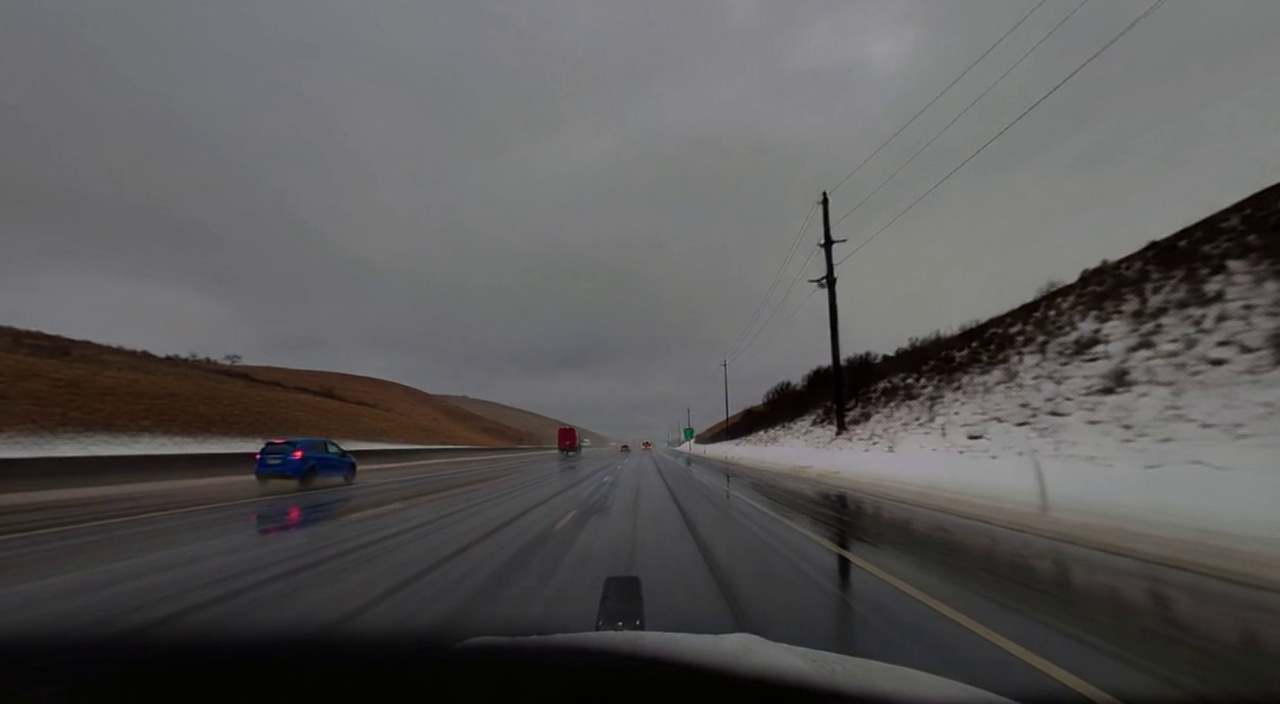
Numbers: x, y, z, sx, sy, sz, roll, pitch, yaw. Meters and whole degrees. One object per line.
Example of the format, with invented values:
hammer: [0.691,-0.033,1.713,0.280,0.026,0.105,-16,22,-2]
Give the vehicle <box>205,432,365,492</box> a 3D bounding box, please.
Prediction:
vehicle: [-10.482,3.278,19.150,1.971,1.558,4.847,1,-8,1]
